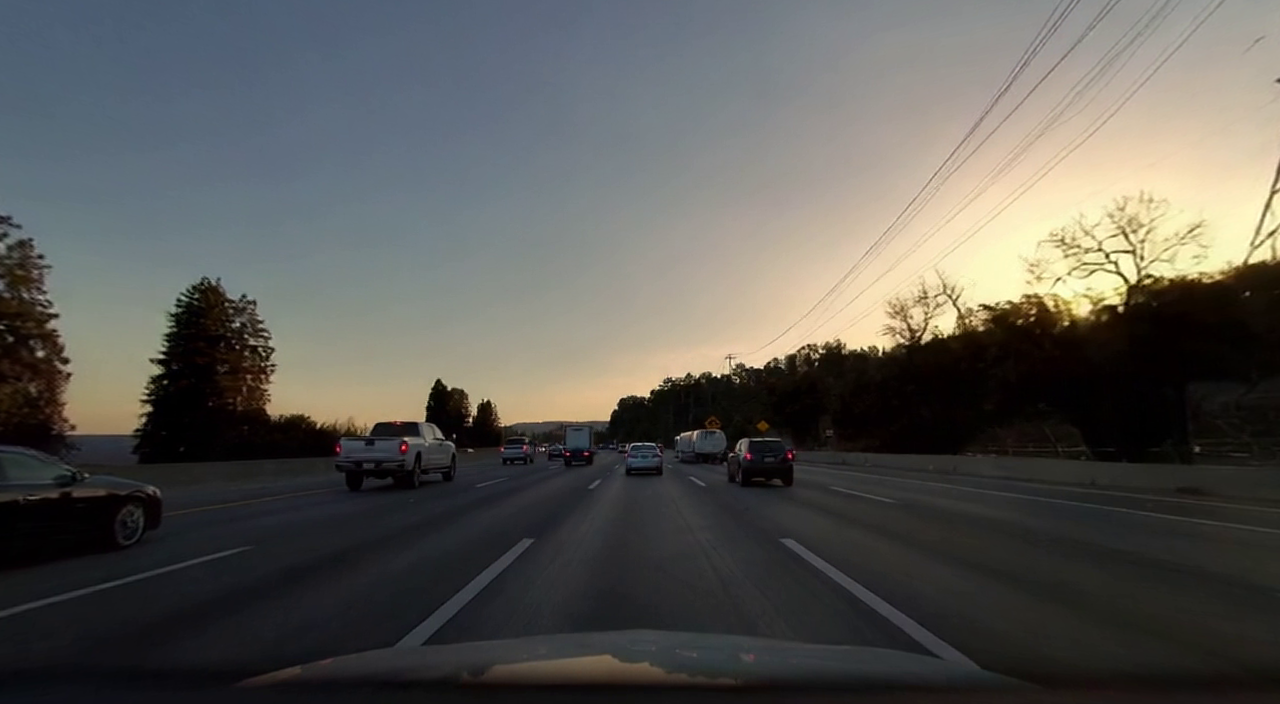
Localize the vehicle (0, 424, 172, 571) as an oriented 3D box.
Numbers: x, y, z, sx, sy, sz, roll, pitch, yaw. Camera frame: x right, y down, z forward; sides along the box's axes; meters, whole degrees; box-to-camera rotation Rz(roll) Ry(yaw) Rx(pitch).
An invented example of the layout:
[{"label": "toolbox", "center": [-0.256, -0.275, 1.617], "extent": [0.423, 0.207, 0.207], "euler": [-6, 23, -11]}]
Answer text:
[{"label": "vehicle", "center": [-7.498, 1.502, 6.525], "extent": [1.911, 1.479, 4.312], "euler": [0, -9, 1]}]

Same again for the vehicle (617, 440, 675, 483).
[{"label": "vehicle", "center": [0.203, 4.014, 23.476], "extent": [1.966, 1.444, 3.986], "euler": [0, -9, 0]}]

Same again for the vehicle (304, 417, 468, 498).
[{"label": "vehicle", "center": [-6.975, 2.998, 18.258], "extent": [2.269, 1.936, 5.777], "euler": [0, -9, 1]}]

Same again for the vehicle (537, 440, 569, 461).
[{"label": "vehicle", "center": [-6.853, 7.799, 49.890], "extent": [1.907, 1.586, 3.870], "euler": [0, -9, 1]}]

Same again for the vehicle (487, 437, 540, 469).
[{"label": "vehicle", "center": [-6.965, 5.613, 35.138], "extent": [1.978, 1.680, 4.263], "euler": [0, -9, 1]}]

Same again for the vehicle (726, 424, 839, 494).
[{"label": "vehicle", "center": [4.028, 3.125, 18.727], "extent": [2.195, 1.778, 4.455], "euler": [0, -9, -1]}]

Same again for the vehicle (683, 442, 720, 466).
[{"label": "vehicle", "center": [3.847, 6.445, 39.983], "extent": [1.895, 1.429, 3.908], "euler": [0, -9, -1]}]
